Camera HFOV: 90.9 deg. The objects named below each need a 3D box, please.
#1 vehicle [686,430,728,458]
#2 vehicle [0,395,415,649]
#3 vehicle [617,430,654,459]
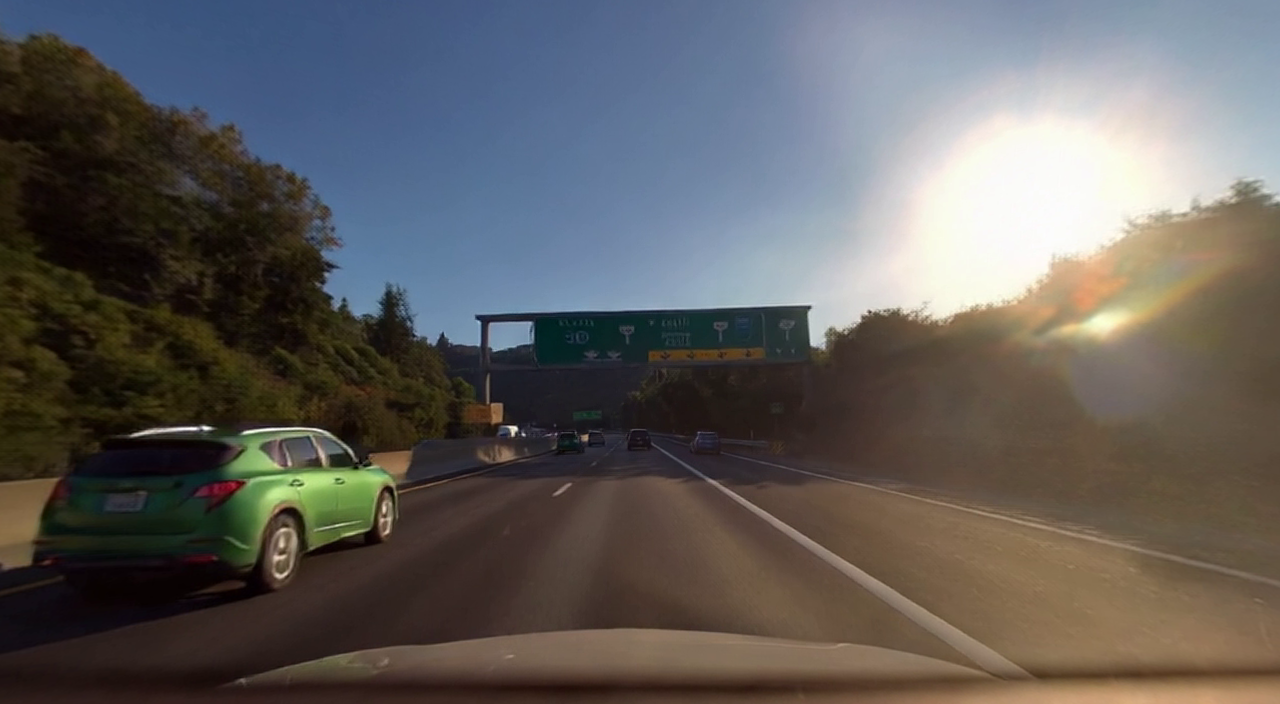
[{"bbox_3d":[3.760,5.225,35.984,1.841,1.491,3.869,0,-8,-2],"label":"vehicle"},{"bbox_3d":[-4.109,1.335,6.231,2.023,1.512,4.804,0,-8,0],"label":"vehicle"},{"bbox_3d":[-0.250,4.863,33.255,1.869,1.466,3.356,0,-8,-1],"label":"vehicle"}]
